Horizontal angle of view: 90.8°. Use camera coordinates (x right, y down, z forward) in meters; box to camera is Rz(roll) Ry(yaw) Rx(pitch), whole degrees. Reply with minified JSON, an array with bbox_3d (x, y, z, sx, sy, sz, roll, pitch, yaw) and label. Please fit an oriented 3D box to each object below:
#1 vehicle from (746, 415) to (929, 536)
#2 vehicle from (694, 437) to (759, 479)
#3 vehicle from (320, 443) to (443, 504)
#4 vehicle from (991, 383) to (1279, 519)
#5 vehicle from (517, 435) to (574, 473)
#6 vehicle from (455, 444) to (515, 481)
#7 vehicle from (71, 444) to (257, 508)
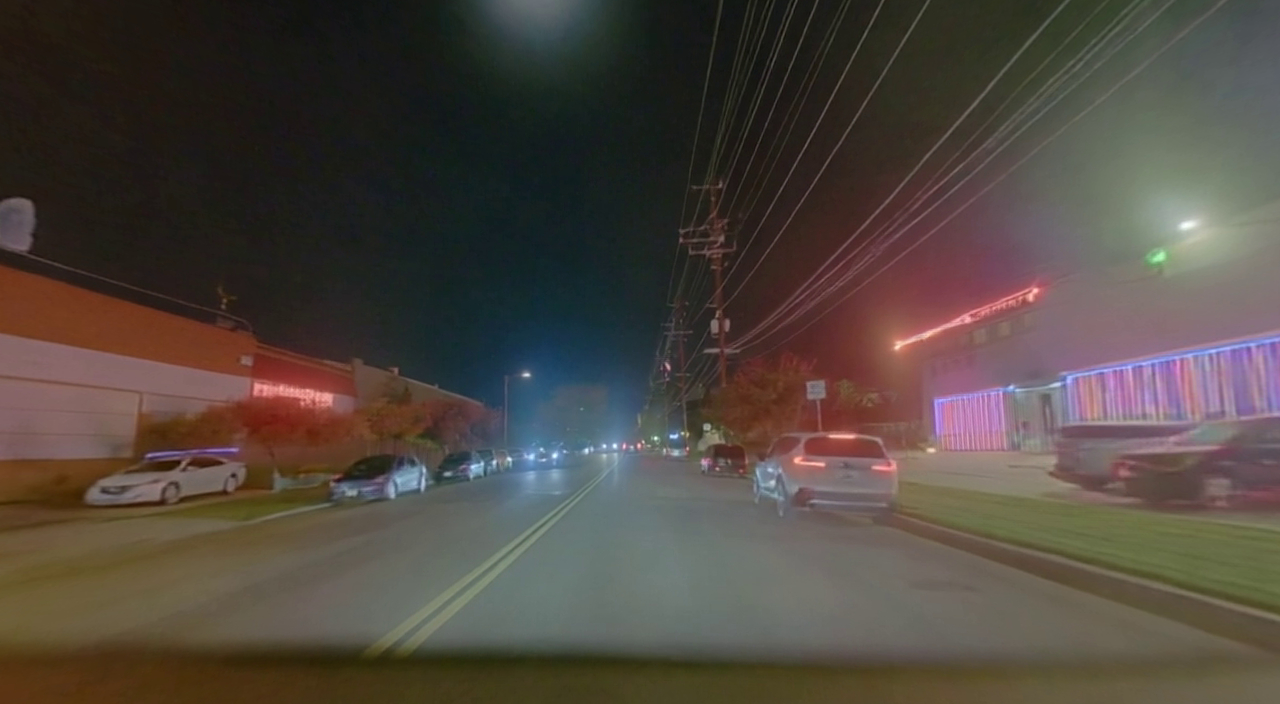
[{"bbox_3d":[3.469,2.313,12.278,2.025,1.843,4.883,-1,-9,1],"label":"vehicle"},{"bbox_3d":[3.582,4.484,27.011,2.136,1.586,4.919,0,-8,1],"label":"vehicle"},{"bbox_3d":[-8.431,3.966,21.203,2.113,1.665,5.062,0,-7,-2],"label":"vehicle"},{"bbox_3d":[9.007,1.749,11.628,2.178,1.884,4.825,-3,-8,-1],"label":"vehicle"},{"bbox_3d":[-5.162,5.622,35.063,2.152,1.918,4.217,-3,-8,4],"label":"vehicle"},{"bbox_3d":[-8.283,5.912,34.190,1.791,1.622,5.056,-3,-7,2],"label":"vehicle"},{"bbox_3d":[-14.824,3.837,20.186,1.969,1.741,5.148,0,-9,-1],"label":"vehicle"}]
